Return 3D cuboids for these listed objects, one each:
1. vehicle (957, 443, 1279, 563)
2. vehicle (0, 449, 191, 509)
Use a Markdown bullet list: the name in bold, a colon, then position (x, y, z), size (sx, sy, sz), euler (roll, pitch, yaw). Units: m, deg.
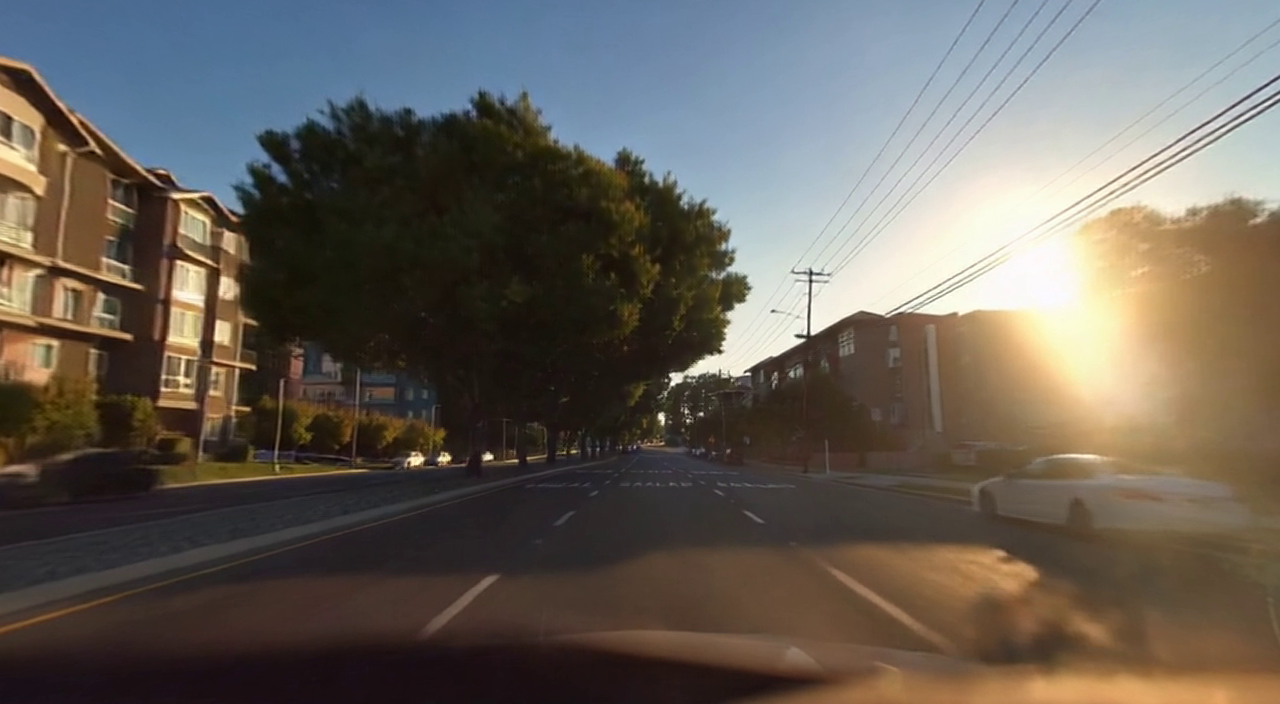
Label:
- **vehicle**: position (7.306, 2.220, 10.173), size (1.986, 1.467, 4.412), euler (0, -8, -1)
- **vehicle**: position (-15.660, 3.584, 18.312), size (1.873, 1.469, 4.442), euler (0, -8, 2)
